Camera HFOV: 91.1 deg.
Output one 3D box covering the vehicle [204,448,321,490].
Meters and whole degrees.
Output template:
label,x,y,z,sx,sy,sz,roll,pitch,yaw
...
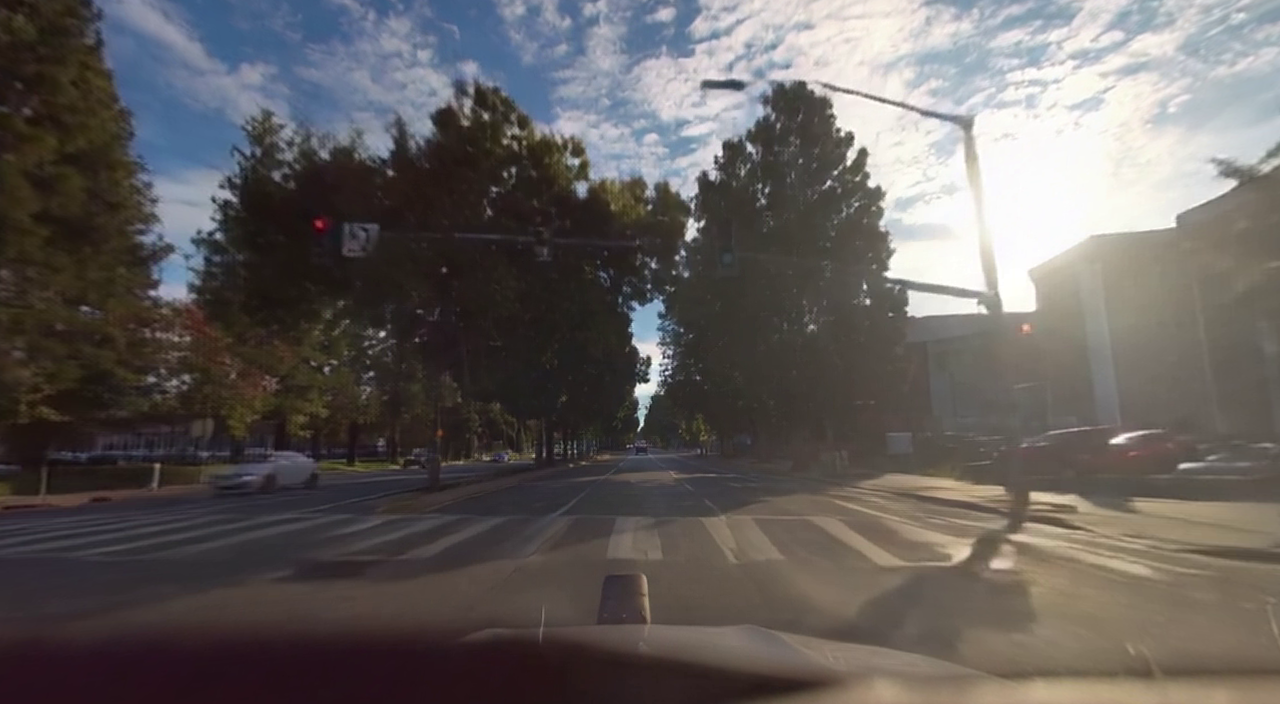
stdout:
label,x,y,z,sx,sy,sz,roll,pitch,yaw
vehicle,-15.071,4.671,25.394,1.920,1.499,4.378,0,-8,1
